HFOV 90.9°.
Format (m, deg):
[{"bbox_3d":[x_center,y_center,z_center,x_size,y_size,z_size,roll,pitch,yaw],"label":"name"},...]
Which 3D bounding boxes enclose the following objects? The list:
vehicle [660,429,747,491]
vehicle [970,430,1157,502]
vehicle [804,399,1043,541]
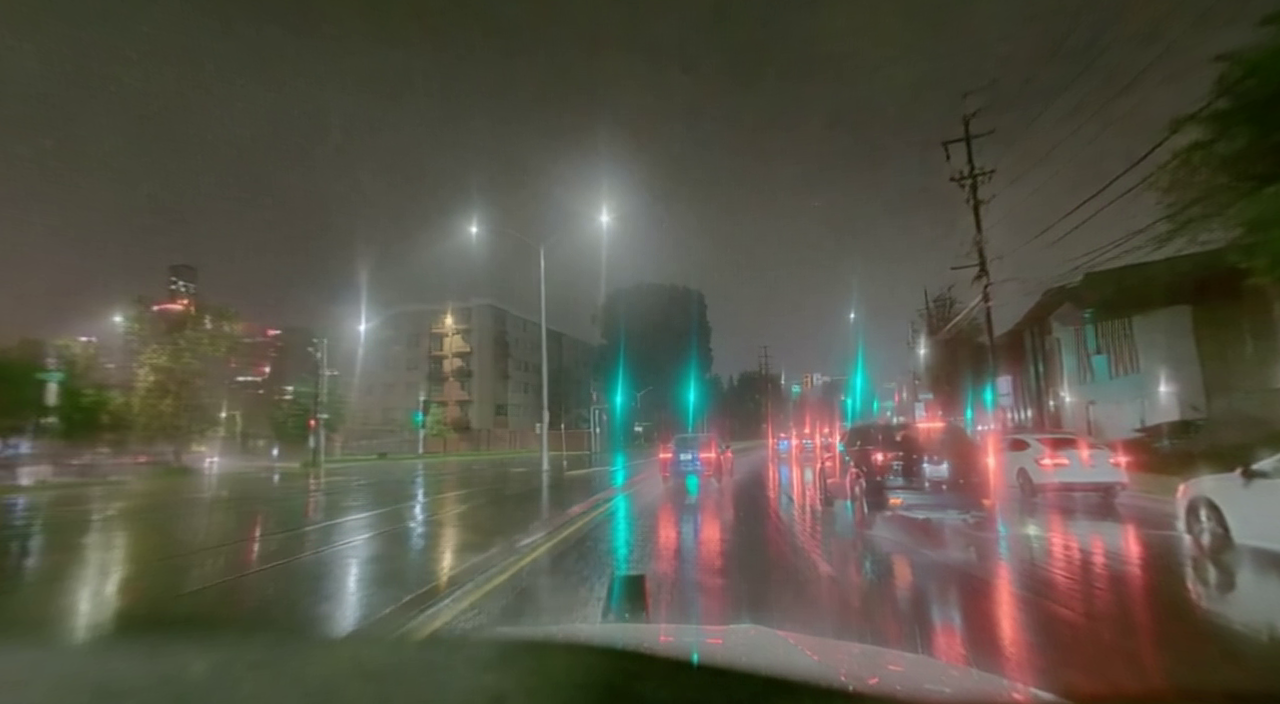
[{"bbox_3d":[1.899,3.000,17.861,2.168,1.527,4.174,-1,-8,9],"label":"vehicle"},{"bbox_3d":[9.982,2.700,15.380,1.882,1.463,4.543,-1,-8,8],"label":"vehicle"},{"bbox_3d":[4.305,1.884,10.671,2.119,1.810,4.848,-1,-8,5],"label":"vehicle"}]
